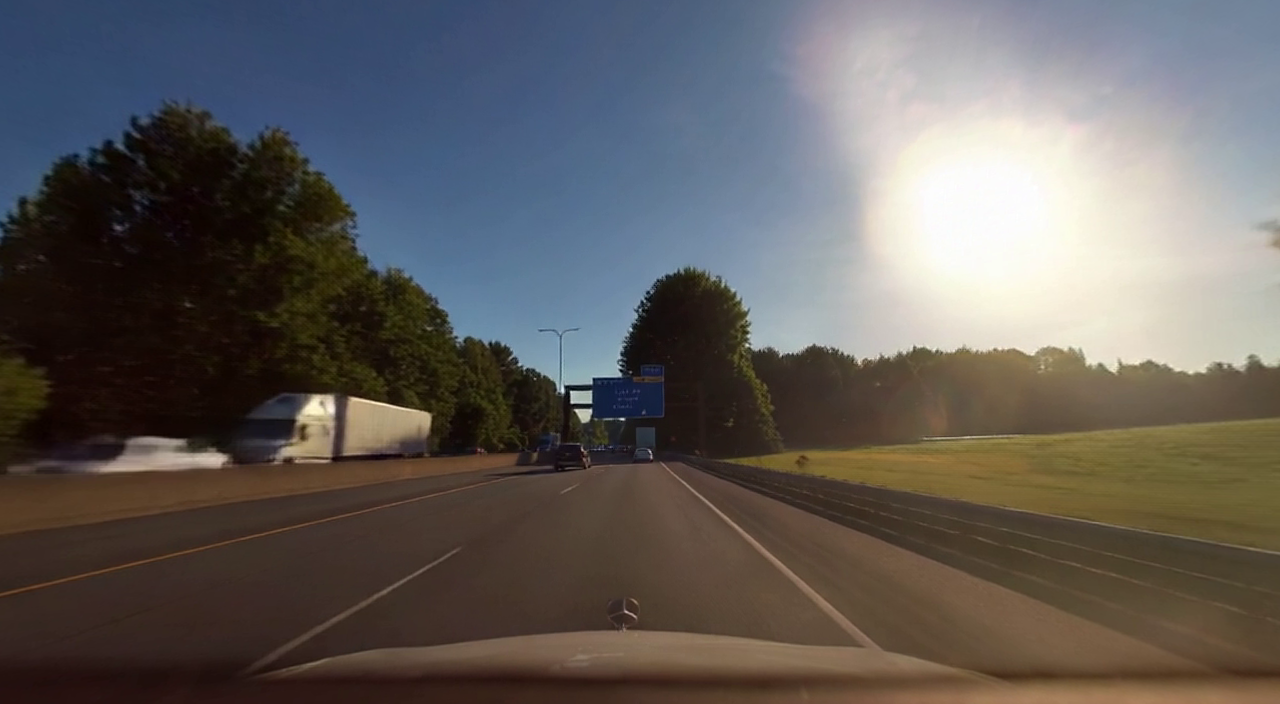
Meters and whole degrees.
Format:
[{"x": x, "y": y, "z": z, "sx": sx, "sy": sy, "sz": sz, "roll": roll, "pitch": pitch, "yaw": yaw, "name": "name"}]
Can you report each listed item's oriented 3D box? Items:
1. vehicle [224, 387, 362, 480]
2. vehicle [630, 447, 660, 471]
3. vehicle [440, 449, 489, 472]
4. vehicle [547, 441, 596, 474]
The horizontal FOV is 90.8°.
[{"x": -15.848, "y": 3.844, "z": 29.417, "sx": 2.912, "sy": 3.866, "sz": 5.822, "roll": 0, "pitch": -9, "yaw": 0, "name": "vehicle"}, {"x": 0.314, "y": 6.820, "z": 40.228, "sx": 1.853, "sy": 1.436, "sz": 3.438, "roll": 0, "pitch": -9, "yaw": 0, "name": "vehicle"}, {"x": -11.611, "y": 7.178, "z": 41.929, "sx": 1.918, "sy": 1.396, "sz": 4.332, "roll": 0, "pitch": -9, "yaw": 1, "name": "vehicle"}, {"x": -3.696, "y": 5.851, "z": 35.134, "sx": 2.097, "sy": 1.722, "sz": 4.808, "roll": 0, "pitch": -9, "yaw": 1, "name": "vehicle"}]
